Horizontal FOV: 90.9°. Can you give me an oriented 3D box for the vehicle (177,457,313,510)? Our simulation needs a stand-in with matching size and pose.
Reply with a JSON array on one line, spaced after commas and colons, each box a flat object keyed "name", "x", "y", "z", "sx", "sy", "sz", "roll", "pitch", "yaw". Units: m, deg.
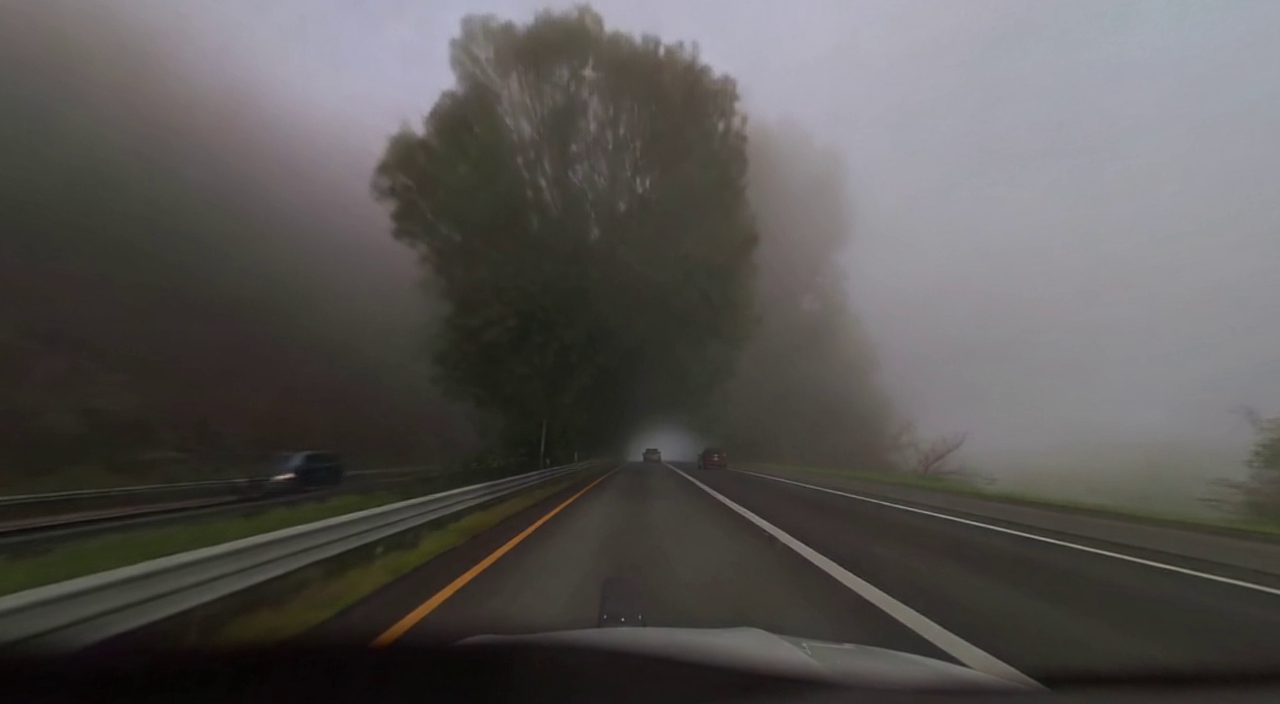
[{"name": "vehicle", "x": -12.699, "y": 4.214, "z": 20.608, "sx": 1.834, "sy": 1.494, "sz": 3.993, "roll": 0, "pitch": -9, "yaw": 0}]

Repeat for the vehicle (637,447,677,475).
[{"name": "vehicle", "x": 0.914, "y": 6.226, "z": 36.325, "sx": 2.162, "sy": 1.492, "sz": 3.975, "roll": 0, "pitch": -9, "yaw": -1}]

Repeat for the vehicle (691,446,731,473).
[{"name": "vehicle", "x": 4.222, "y": 6.471, "z": 38.036, "sx": 1.846, "sy": 1.485, "sz": 3.679, "roll": 0, "pitch": -9, "yaw": -2}]
